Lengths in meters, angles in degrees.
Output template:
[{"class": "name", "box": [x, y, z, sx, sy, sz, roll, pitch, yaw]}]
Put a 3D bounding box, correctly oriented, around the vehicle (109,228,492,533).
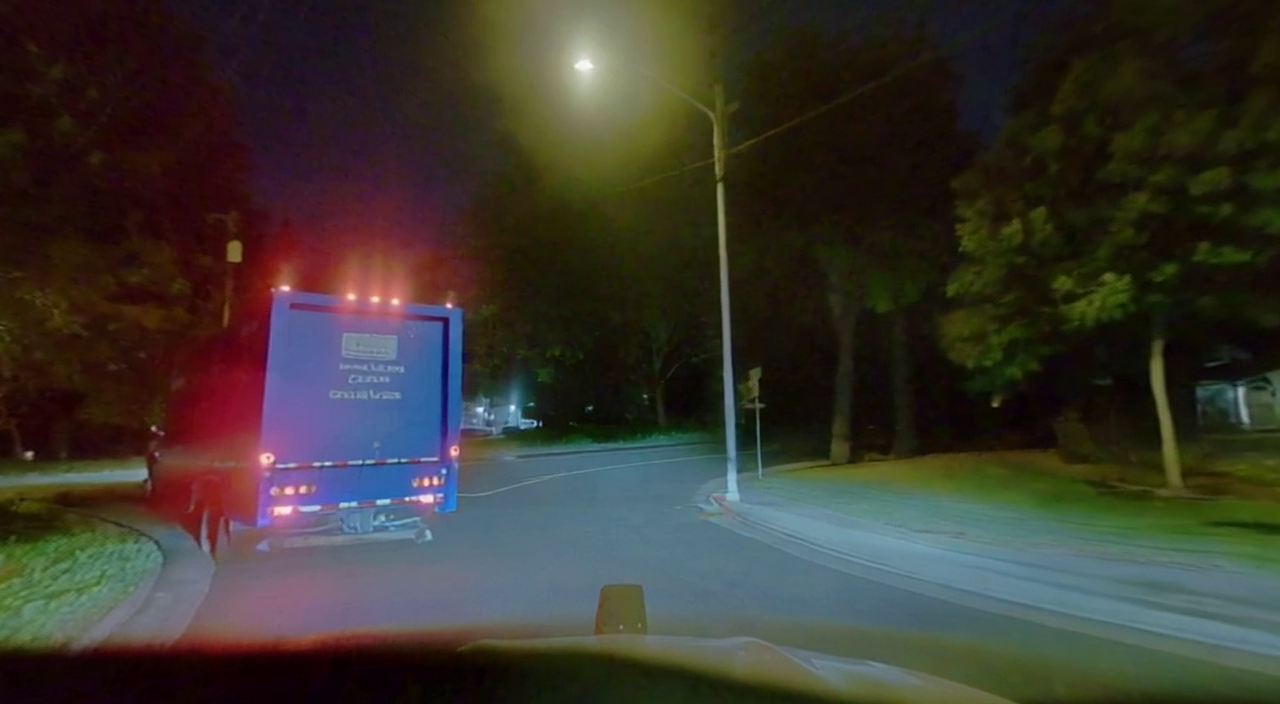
[{"class": "vehicle", "box": [-6.641, 0.870, 11.122, 9.680, 3.326, 2.838, -8, -11, 43]}]
